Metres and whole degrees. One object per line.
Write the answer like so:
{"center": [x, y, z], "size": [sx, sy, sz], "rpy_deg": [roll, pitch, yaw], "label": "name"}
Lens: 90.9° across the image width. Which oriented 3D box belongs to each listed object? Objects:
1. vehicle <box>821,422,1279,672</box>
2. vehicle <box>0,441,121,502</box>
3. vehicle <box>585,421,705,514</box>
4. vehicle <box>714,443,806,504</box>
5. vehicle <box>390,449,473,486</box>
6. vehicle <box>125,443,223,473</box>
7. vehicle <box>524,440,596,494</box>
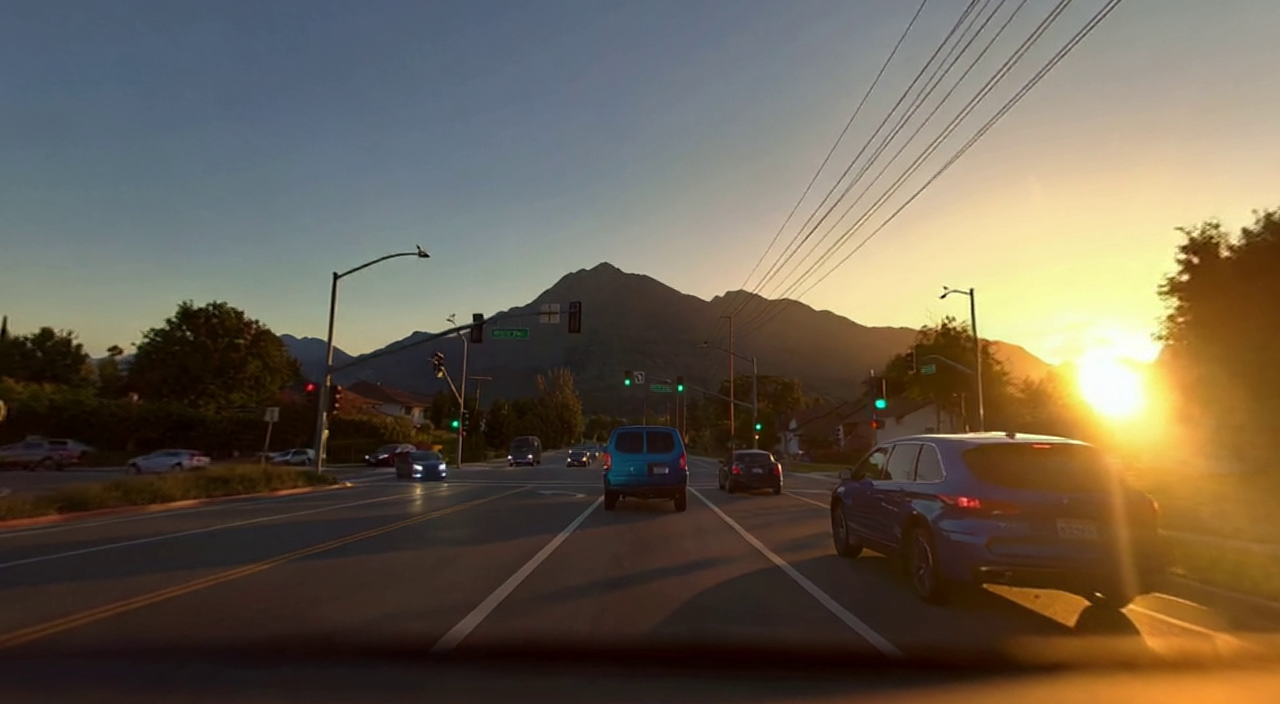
{"center": [3.666, 1.663, 6.663], "size": [2.155, 1.658, 4.721], "rpy_deg": [0, -8, 1], "label": "vehicle"}
{"center": [-20.421, 3.946, 21.266], "size": [1.996, 1.809, 4.699], "rpy_deg": [1, -8, -4], "label": "vehicle"}
{"center": [0.129, 2.916, 16.456], "size": [2.636, 2.011, 5.130], "rpy_deg": [0, -8, 1], "label": "vehicle"}
{"center": [3.571, 3.683, 19.623], "size": [1.957, 1.646, 4.355], "rpy_deg": [0, -8, 0], "label": "vehicle"}
{"center": [-9.618, 5.209, 28.814], "size": [2.005, 1.533, 4.644], "rpy_deg": [7, -11, -39], "label": "vehicle"}
{"center": [-28.392, 6.473, 38.511], "size": [4.428, 1.738, 1.886], "rpy_deg": [0, -8, -1], "label": "vehicle"}
{"center": [-2.769, 4.098, 22.856], "size": [2.059, 1.749, 4.458], "rpy_deg": [0, -8, 0], "label": "vehicle"}
